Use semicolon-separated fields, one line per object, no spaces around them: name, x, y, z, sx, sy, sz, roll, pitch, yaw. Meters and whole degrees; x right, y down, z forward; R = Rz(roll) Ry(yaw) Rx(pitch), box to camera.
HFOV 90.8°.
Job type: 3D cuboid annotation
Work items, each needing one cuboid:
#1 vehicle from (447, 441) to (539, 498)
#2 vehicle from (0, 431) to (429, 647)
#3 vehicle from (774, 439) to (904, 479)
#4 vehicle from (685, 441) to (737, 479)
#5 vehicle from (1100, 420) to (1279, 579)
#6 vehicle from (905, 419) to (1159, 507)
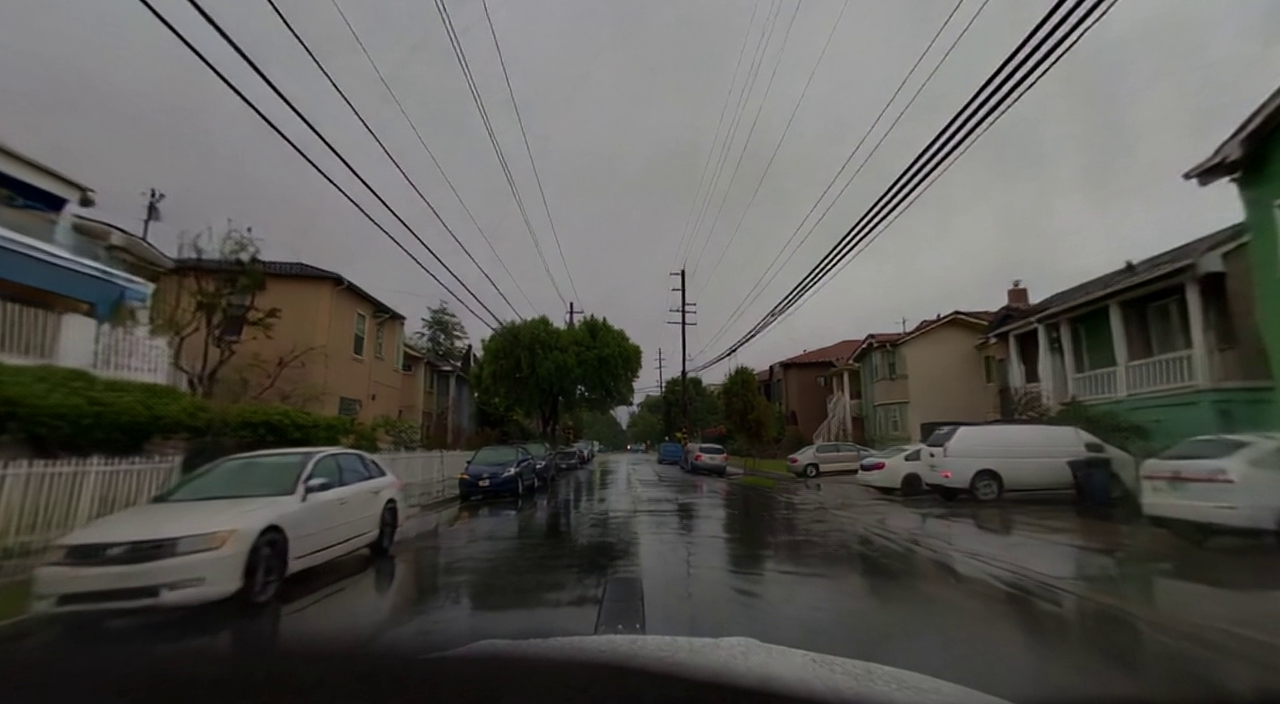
vehicle;-4.255;3.453;19.018;1.745;1.490;4.304;0;-8;0
vehicle;-4.062;1.636;6.748;1.925;1.463;4.700;0;-8;1
vehicle;7.689;4.179;24.757;4.480;1.497;1.884;0;-8;1
vehicle;3.186;4.933;29.094;1.916;1.587;3.986;0;-8;0
vehicle;8.203;1.561;7.143;4.594;1.512;1.824;0;-8;-2
vehicle;8.764;2.498;14.415;4.512;1.841;1.912;1;-8;-4
